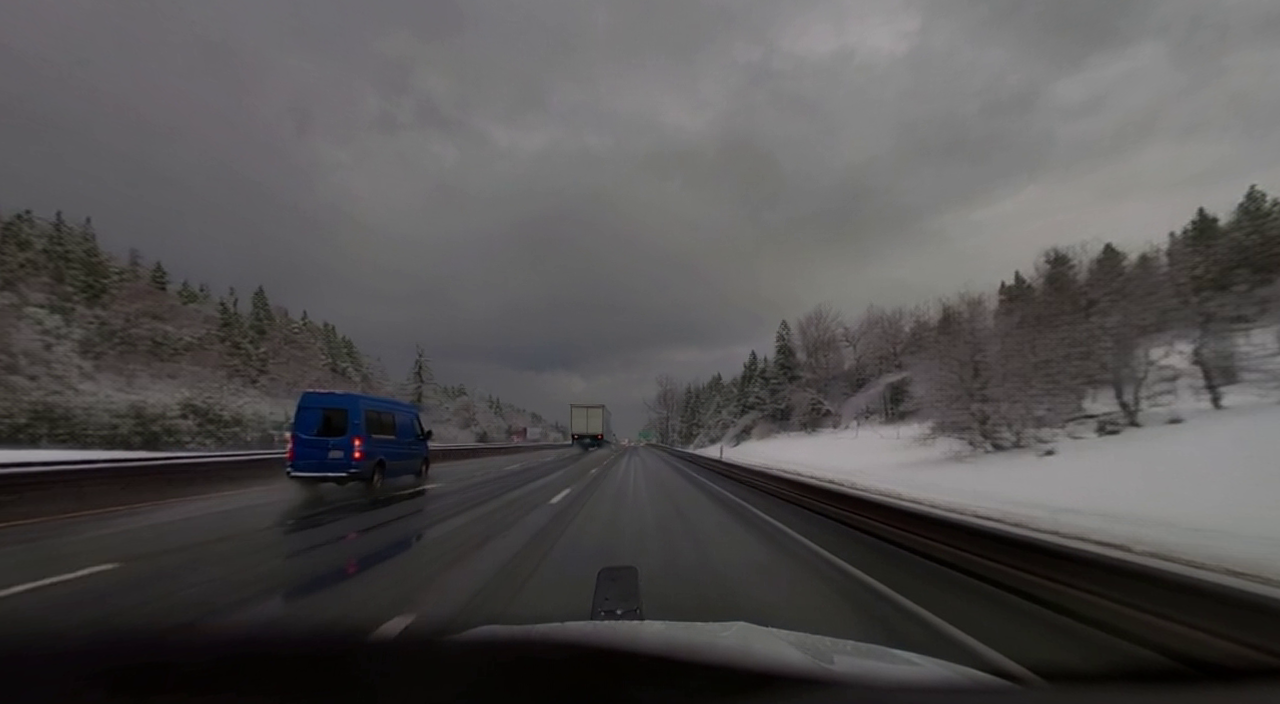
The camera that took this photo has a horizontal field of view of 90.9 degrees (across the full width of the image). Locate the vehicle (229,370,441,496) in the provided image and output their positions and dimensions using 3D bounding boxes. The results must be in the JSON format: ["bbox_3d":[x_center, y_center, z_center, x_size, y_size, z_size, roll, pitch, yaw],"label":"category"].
[{"bbox_3d":[-7.864,2.253,17.490,2.396,2.763,6.935,0,-8,0],"label":"vehicle"}]

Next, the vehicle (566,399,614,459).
[{"bbox_3d":[-3.701,6.019,48.840,3.173,4.185,8.360,0,-8,-1],"label":"vehicle"}]
